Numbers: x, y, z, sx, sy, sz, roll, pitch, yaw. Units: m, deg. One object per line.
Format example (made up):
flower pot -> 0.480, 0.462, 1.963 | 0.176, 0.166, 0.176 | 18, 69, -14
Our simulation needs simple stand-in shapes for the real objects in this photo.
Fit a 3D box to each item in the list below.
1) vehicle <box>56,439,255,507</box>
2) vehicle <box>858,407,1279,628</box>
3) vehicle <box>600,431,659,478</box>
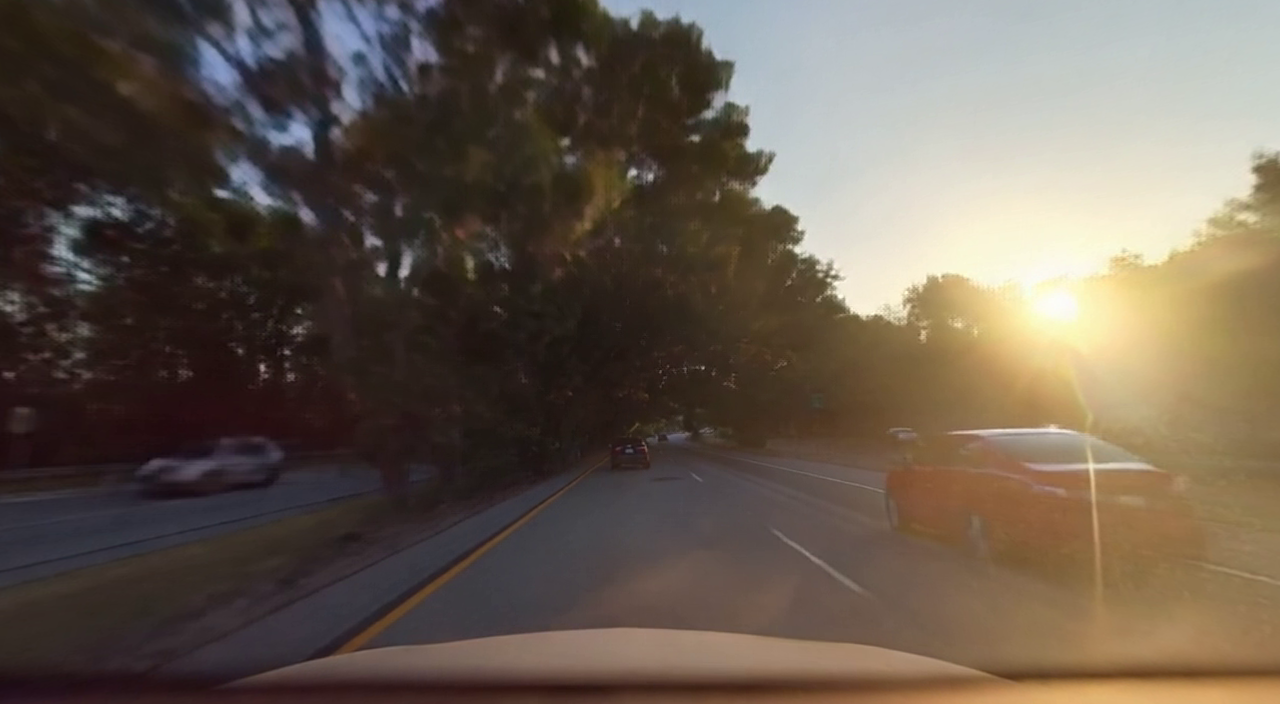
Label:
vehicle -> -13.234, 3.273, 17.640 | 1.989, 1.629, 4.528 | 0, -8, 0
vehicle -> 4.099, 1.429, 6.550 | 2.010, 1.508, 4.285 | 0, -8, -1
vehicle -> -0.360, 3.543, 22.057 | 1.897, 1.479, 3.724 | 0, -8, -1
